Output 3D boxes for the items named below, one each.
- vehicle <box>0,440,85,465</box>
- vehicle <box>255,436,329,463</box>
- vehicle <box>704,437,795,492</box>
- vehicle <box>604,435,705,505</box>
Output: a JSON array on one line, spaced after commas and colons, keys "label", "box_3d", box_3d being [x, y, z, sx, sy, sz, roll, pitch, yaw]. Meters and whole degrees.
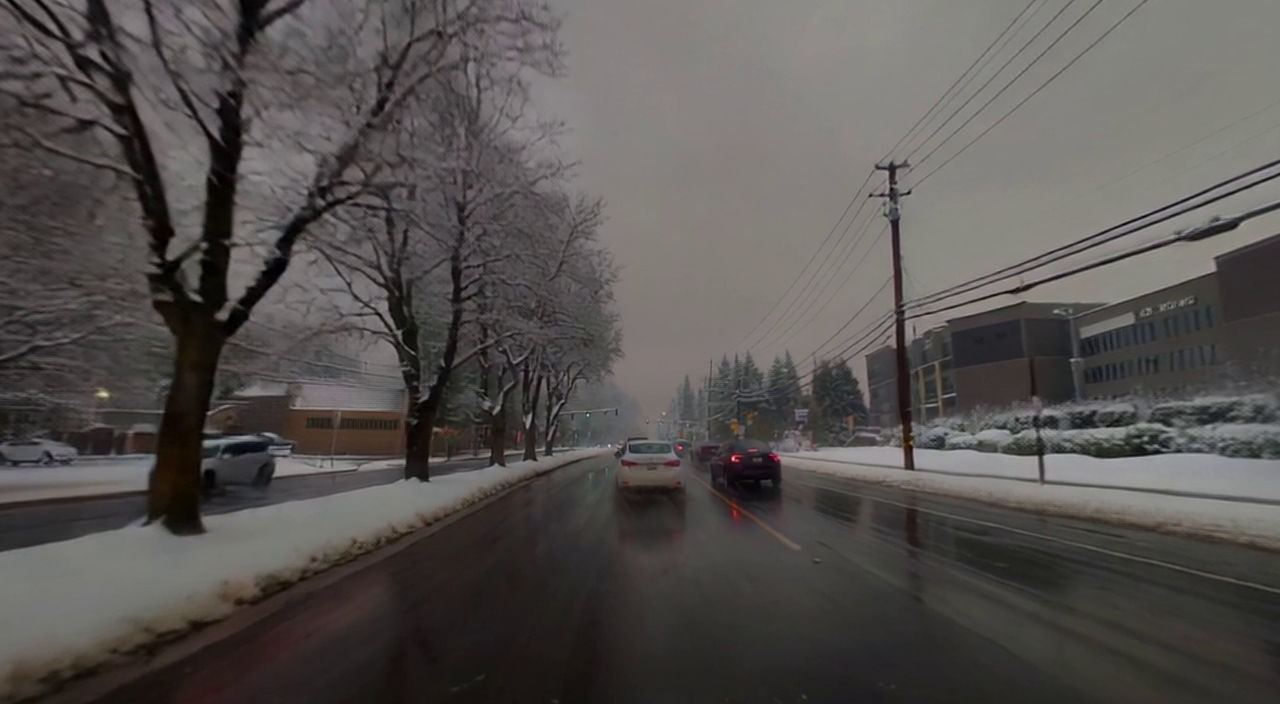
[{"label": "vehicle", "box_3d": [-38.699, 6.383, 40.117, 1.804, 1.478, 4.485, -4, -8, 26]}, {"label": "vehicle", "box_3d": [-26.038, 7.295, 47.223, 4.687, 1.894, 2.149, 4, -9, -28]}, {"label": "vehicle", "box_3d": [3.172, 3.346, 19.158, 1.985, 1.489, 4.036, 0, -8, -1]}, {"label": "vehicle", "box_3d": [0.231, 2.800, 15.433, 2.144, 1.473, 4.028, 0, -8, -2]}]
